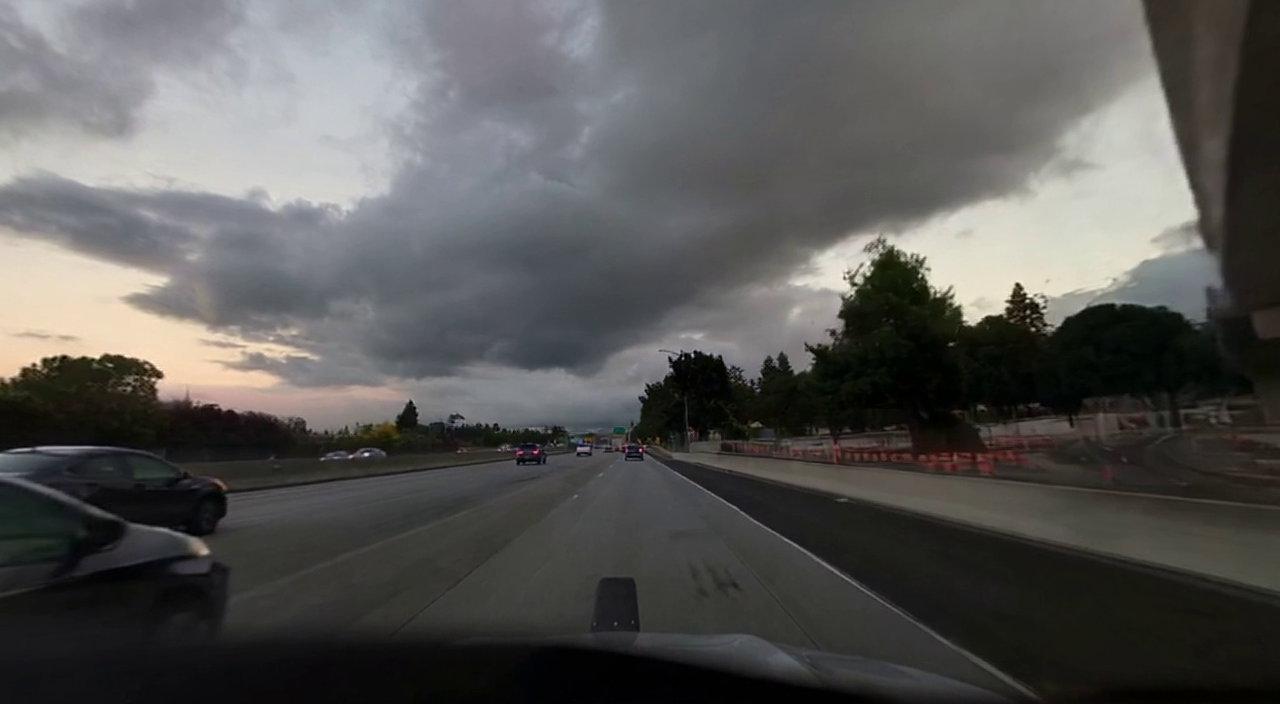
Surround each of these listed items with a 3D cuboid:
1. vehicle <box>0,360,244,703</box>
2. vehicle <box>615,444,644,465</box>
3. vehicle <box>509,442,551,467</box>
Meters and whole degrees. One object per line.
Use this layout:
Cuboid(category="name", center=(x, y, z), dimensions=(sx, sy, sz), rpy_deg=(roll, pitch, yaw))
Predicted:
Cuboid(category="vehicle", center=(-3.507, 0.769, 1.819), dimensions=(2.024, 1.655, 4.192), rpy_deg=(0, -9, -1))
Cuboid(category="vehicle", center=(-0.738, 7.537, 46.714), dimensions=(2.051, 1.459, 4.092), rpy_deg=(0, -8, -1))
Cuboid(category="vehicle", center=(-7.573, 7.091, 43.751), dimensions=(2.128, 1.604, 4.279), rpy_deg=(0, -8, 0))
